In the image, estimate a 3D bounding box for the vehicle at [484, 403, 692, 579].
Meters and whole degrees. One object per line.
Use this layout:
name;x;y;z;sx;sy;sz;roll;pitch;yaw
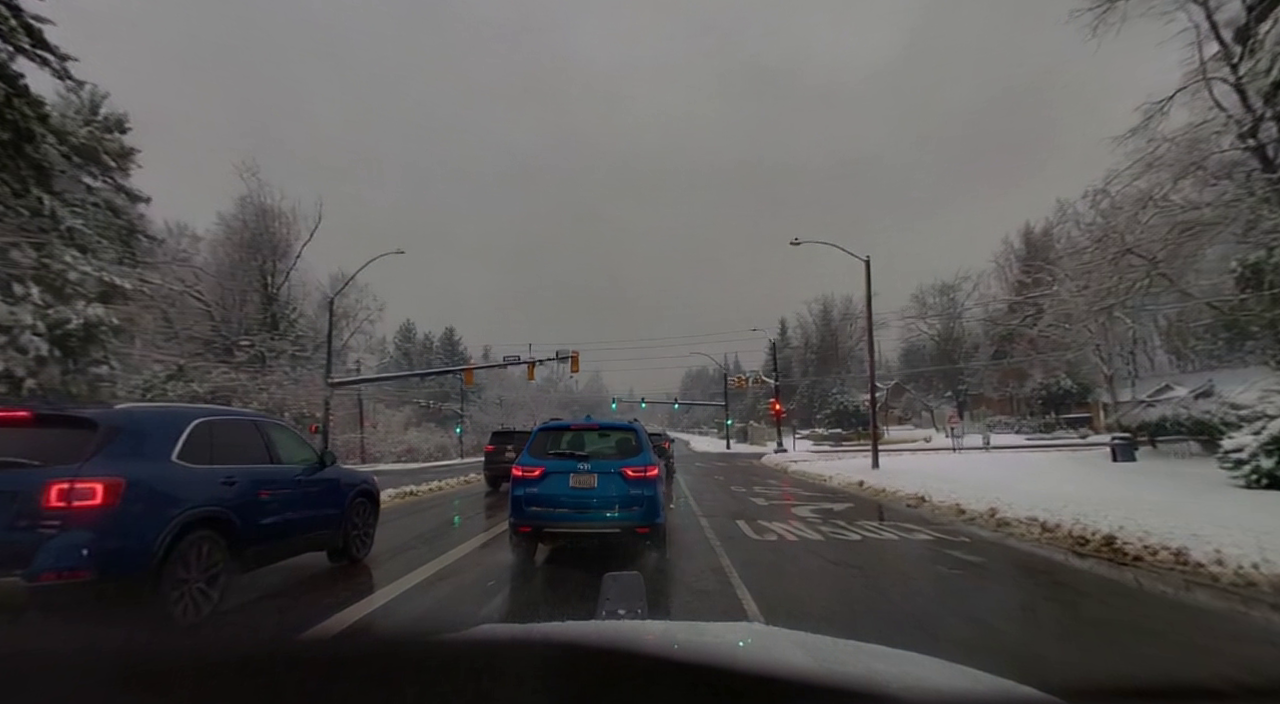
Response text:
vehicle;-0.485;1.797;9.076;2.131;1.793;5.016;0;-8;1

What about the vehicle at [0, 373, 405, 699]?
vehicle;-3.987;1.275;5.578;2.009;1.673;4.454;0;-8;1
